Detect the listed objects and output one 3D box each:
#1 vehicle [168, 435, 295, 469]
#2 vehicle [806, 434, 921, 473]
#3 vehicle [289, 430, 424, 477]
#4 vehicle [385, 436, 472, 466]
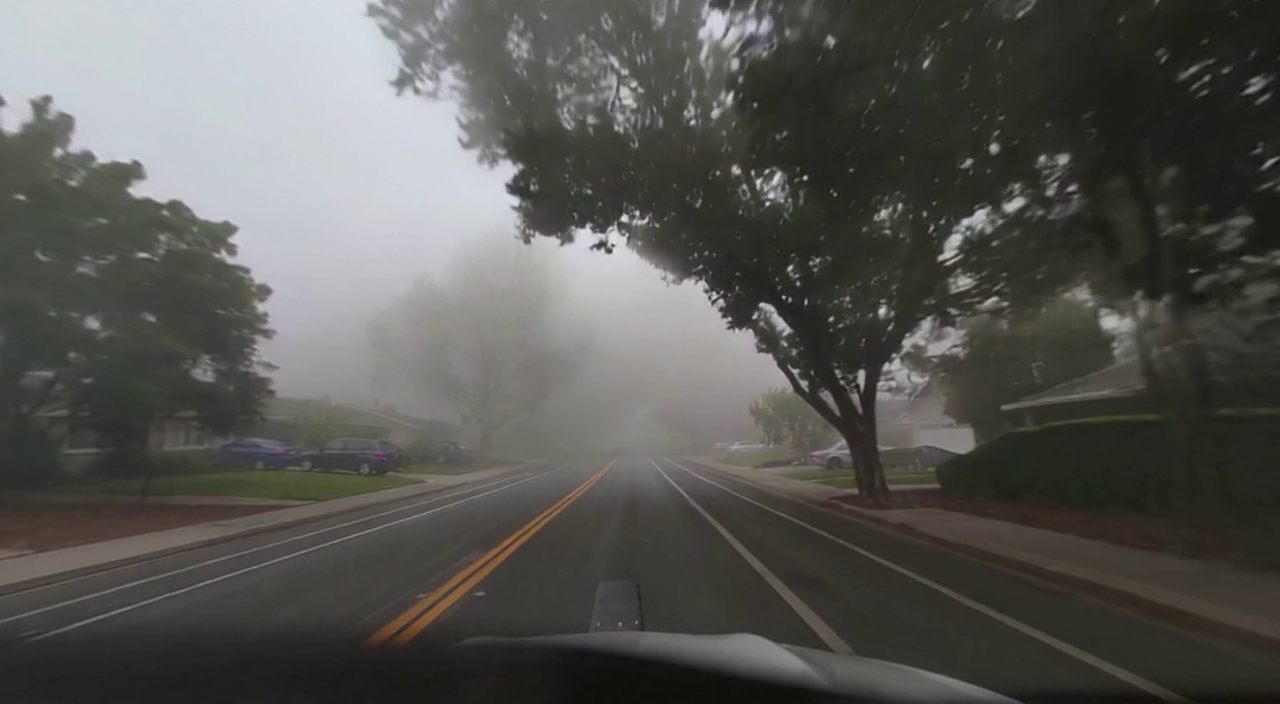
[{"bbox_3d":[-18.871,4.669,29.367,4.351,1.488,2.114,1,-9,-3],"label":"vehicle"},{"bbox_3d":[10.740,4.899,30.571,4.751,1.518,1.885,-4,-8,-1],"label":"vehicle"},{"bbox_3d":[-12.459,4.474,27.991,5.009,1.880,1.961,-1,-8,1],"label":"vehicle"},{"bbox_3d":[-12.792,6.019,38.442,4.549,1.802,2.081,0,-9,2],"label":"vehicle"}]
